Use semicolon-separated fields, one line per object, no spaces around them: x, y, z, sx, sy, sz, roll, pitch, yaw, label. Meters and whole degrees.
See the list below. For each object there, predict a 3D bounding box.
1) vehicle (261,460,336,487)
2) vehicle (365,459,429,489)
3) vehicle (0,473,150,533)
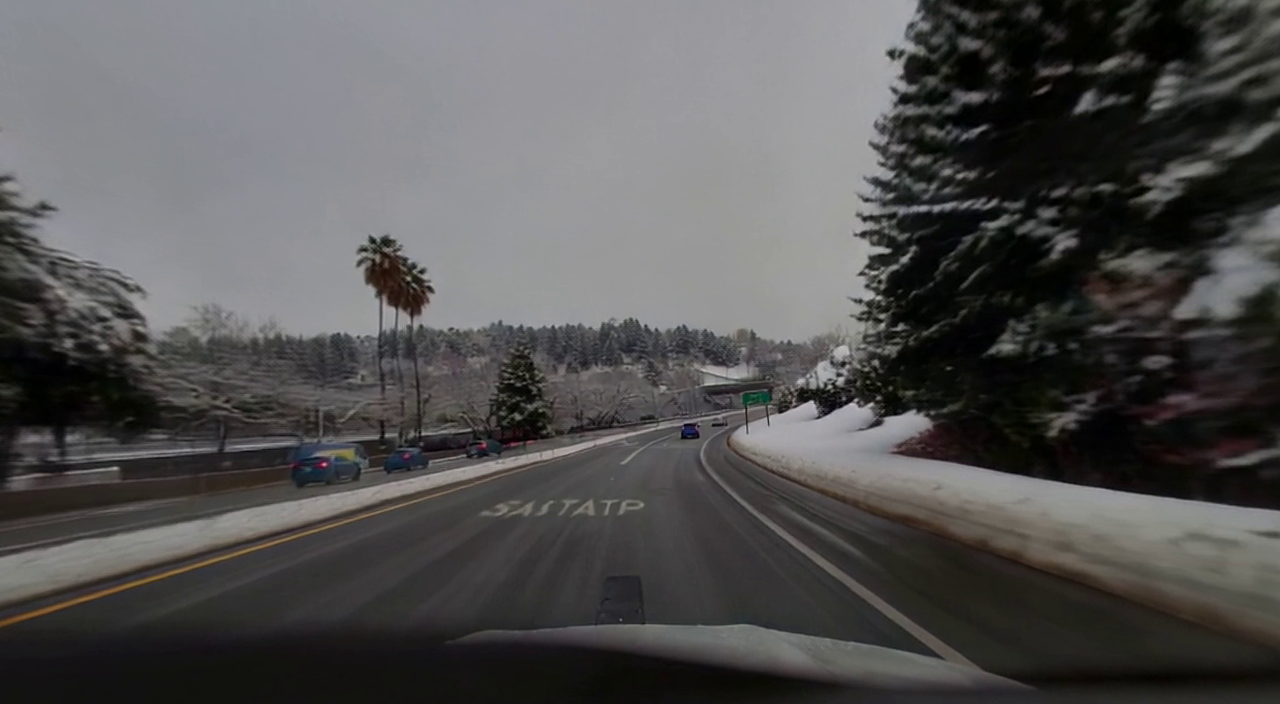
-24.695;8.785;46.008;2.281;1.759;5.531;0;-8;1;vehicle
-15.694;7.887;41.144;2.227;1.760;4.507;-1;-8;2;vehicle
-20.060;5.218;22.289;1.956;1.716;4.330;-1;-9;2;vehicle
